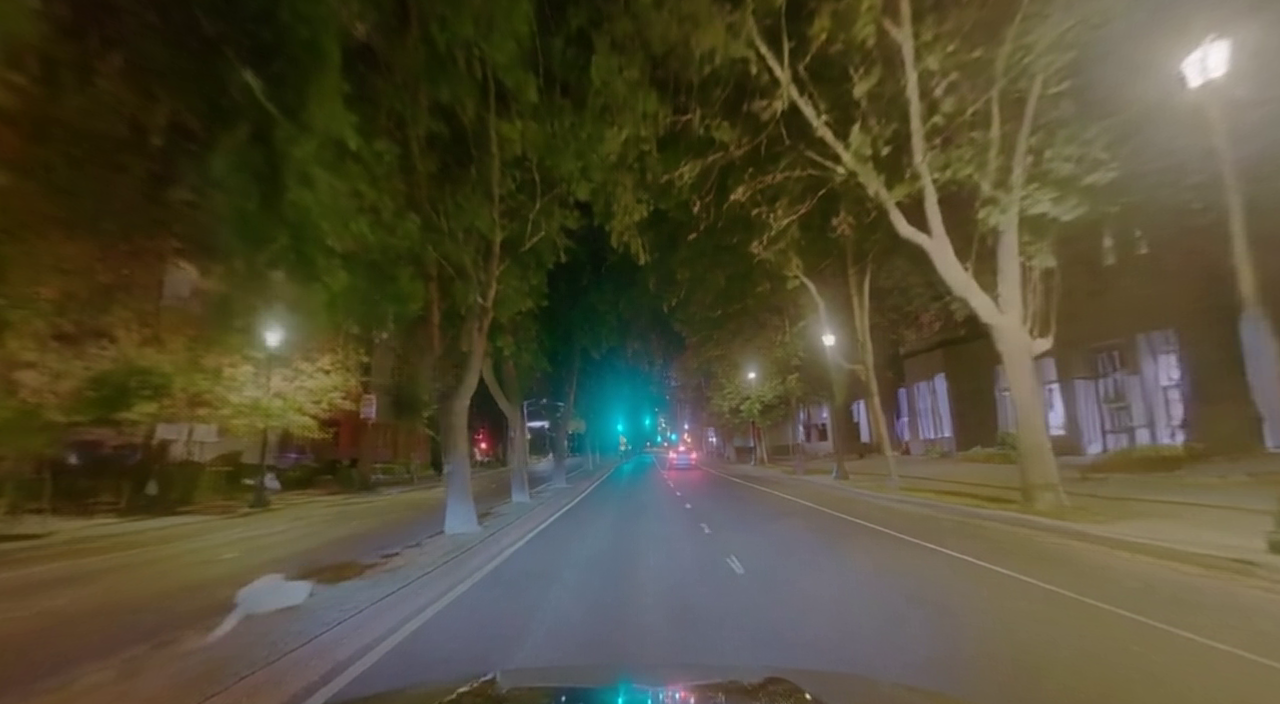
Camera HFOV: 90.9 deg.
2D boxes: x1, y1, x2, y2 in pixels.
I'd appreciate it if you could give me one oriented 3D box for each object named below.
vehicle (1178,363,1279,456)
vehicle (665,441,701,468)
[{"bbox_3d":[18.136,1.608,16.721,5.640,2.310,2.101,1,-5,4],"label":"vehicle"},{"bbox_3d":[2.911,7.025,43.347,2.129,1.719,4.205,0,-9,0],"label":"vehicle"}]
